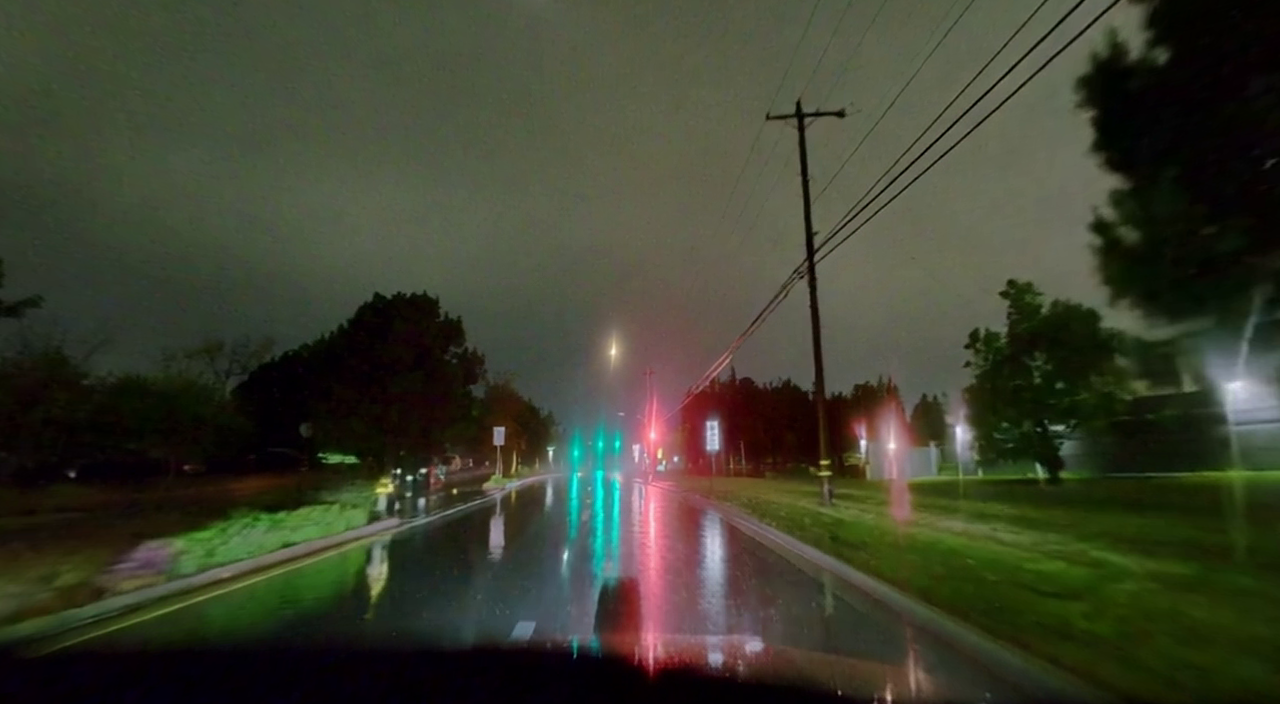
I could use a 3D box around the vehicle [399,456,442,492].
[{"bbox_3d":[-12.013,6.555,34.218,1.861,1.736,4.241,2,-9,-24],"label":"vehicle"}]
